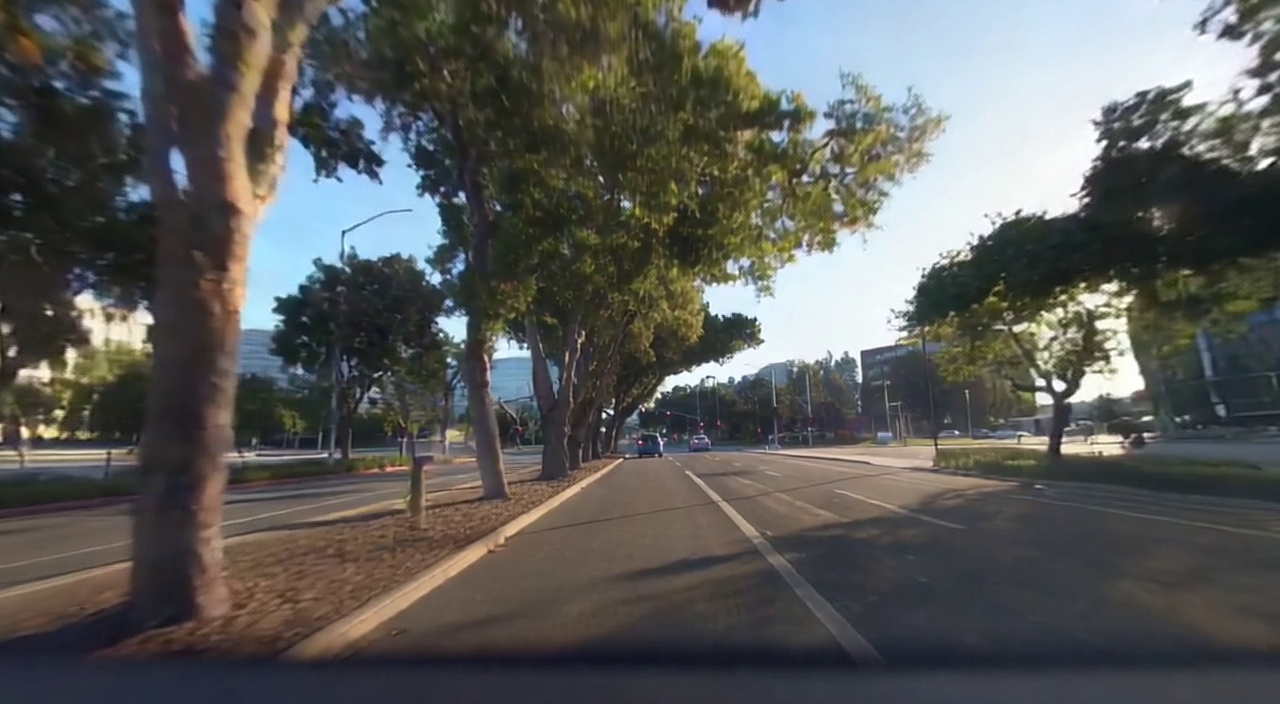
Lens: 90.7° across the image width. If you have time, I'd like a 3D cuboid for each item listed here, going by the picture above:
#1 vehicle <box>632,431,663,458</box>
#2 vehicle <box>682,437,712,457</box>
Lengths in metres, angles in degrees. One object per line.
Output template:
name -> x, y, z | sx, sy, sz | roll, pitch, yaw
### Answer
vehicle -> 0.615, 7.094, 48.539 | 2.267, 1.926, 4.708 | 0, -8, 1
vehicle -> 4.352, 7.311, 48.623 | 1.998, 1.460, 3.898 | 0, -8, 1
